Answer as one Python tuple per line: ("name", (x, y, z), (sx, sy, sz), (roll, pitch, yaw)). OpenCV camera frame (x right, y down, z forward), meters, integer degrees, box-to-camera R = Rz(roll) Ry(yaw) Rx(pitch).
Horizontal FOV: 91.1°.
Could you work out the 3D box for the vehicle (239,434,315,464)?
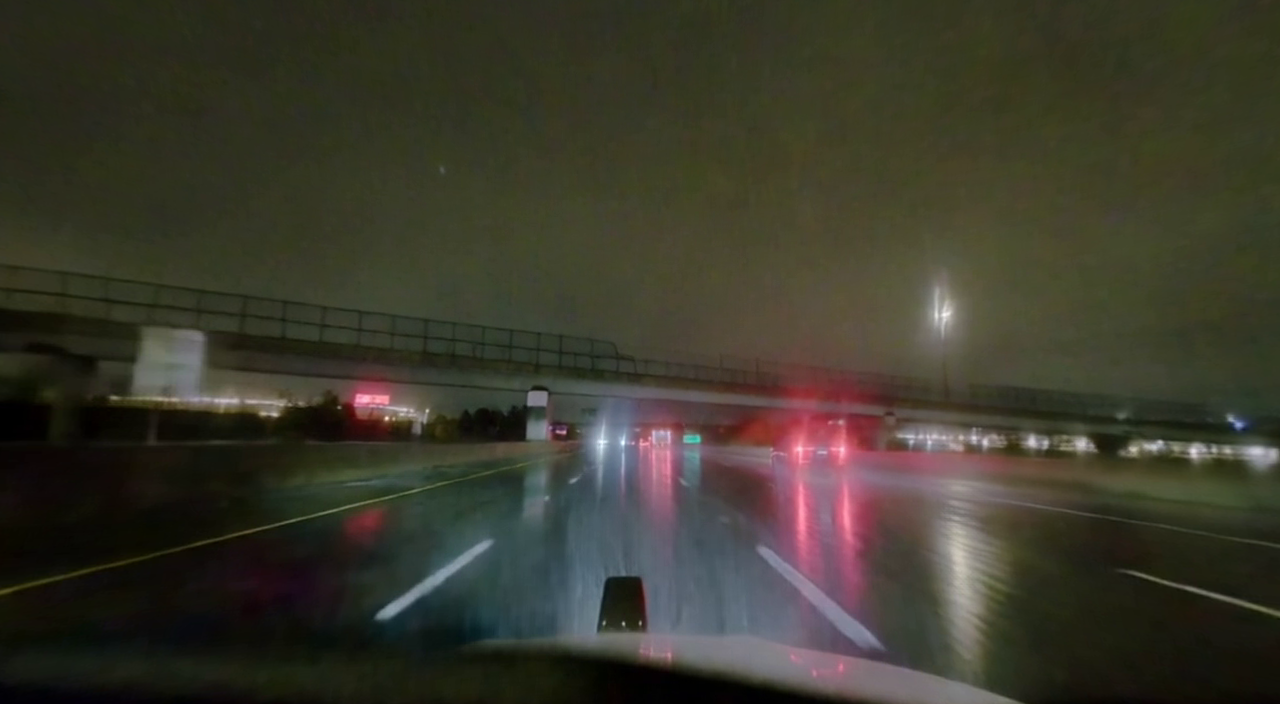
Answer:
("vehicle", (-21.999, 5.902, 38.309), (1.903, 1.664, 4.502), (0, -8, 0))
